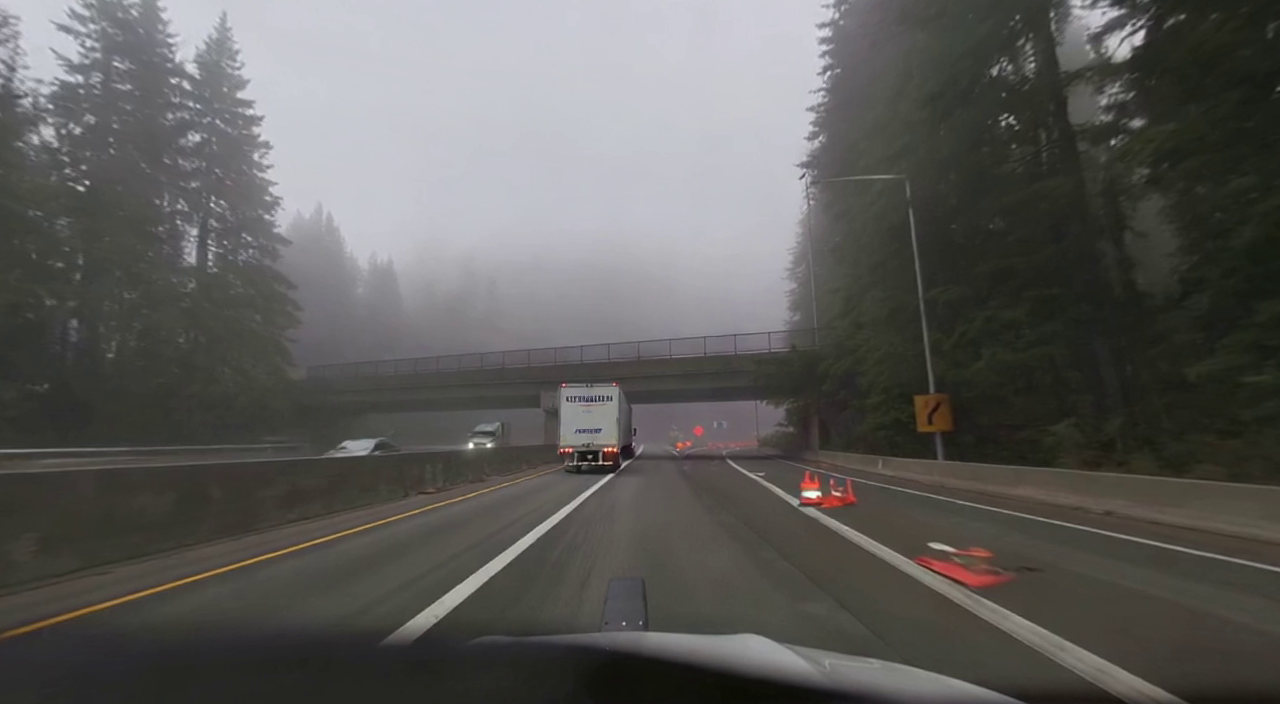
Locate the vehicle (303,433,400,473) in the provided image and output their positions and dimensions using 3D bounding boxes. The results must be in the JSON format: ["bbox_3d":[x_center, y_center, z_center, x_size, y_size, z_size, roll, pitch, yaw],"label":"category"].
[{"bbox_3d":[-13.046,4.588,28.918,2.098,1.657,4.744,0,-8,1],"label":"vehicle"}]

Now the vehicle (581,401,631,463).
[{"bbox_3d":[-2.298,6.018,46.697,2.845,4.049,10.214,0,-8,1],"label":"vehicle"}]
